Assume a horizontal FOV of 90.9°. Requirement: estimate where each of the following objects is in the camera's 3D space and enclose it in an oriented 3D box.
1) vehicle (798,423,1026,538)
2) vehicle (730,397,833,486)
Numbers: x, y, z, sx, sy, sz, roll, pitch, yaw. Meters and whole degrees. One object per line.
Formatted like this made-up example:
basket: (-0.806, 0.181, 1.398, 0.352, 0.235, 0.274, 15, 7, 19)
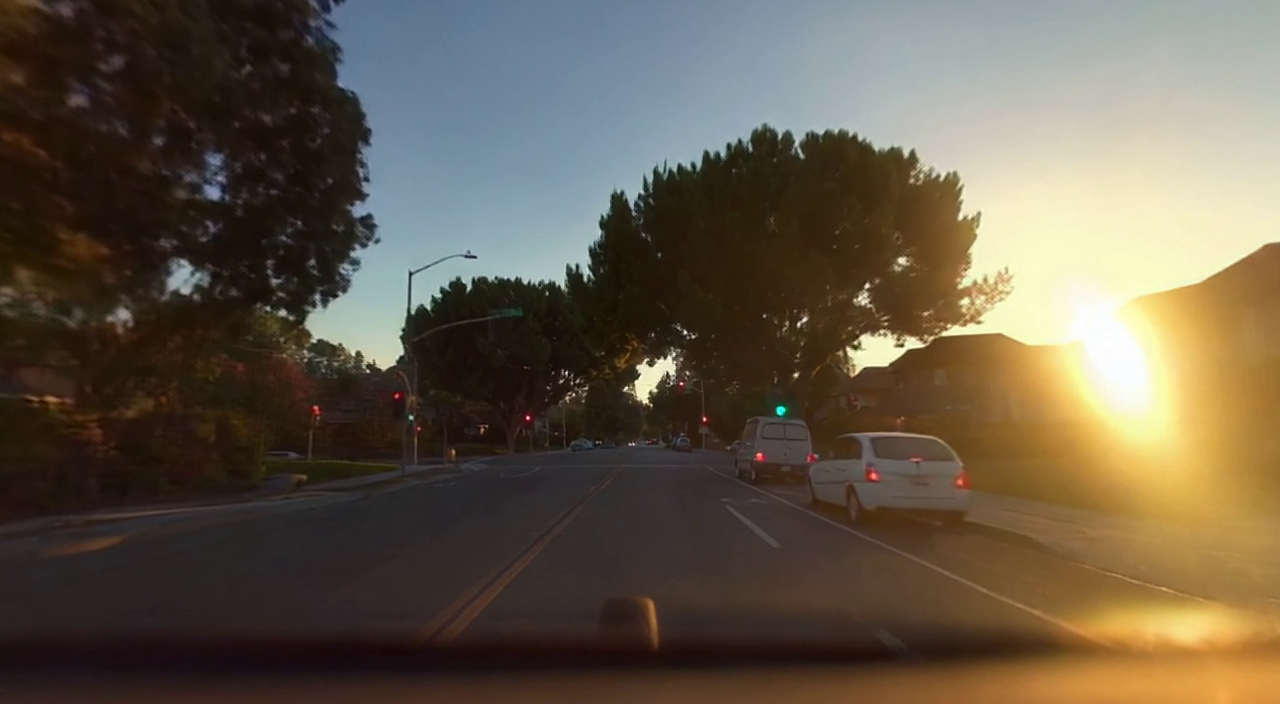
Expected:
vehicle: (4.676, 2.284, 11.896, 2.202, 1.712, 4.813, 0, -8, 1)
vehicle: (4.851, 3.211, 22.504, 2.398, 2.806, 4.857, 0, -8, -1)
